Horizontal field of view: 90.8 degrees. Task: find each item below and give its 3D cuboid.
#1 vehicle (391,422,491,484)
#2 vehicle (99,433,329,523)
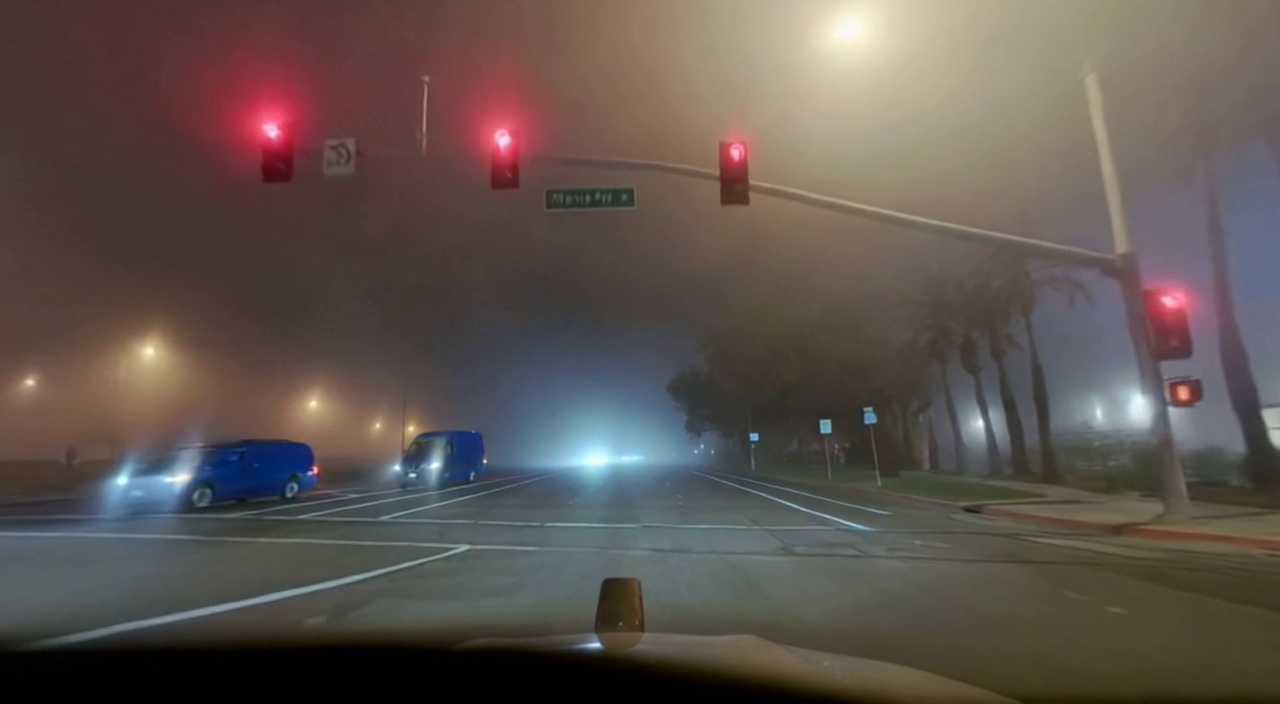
[{"bbox_3d":[-9.635,5.003,31.550,2.509,2.712,7.034,0,-9,2],"label":"vehicle"},{"bbox_3d":[-9.219,2.732,14.290,2.074,1.681,4.417,0,-9,1],"label":"vehicle"}]
